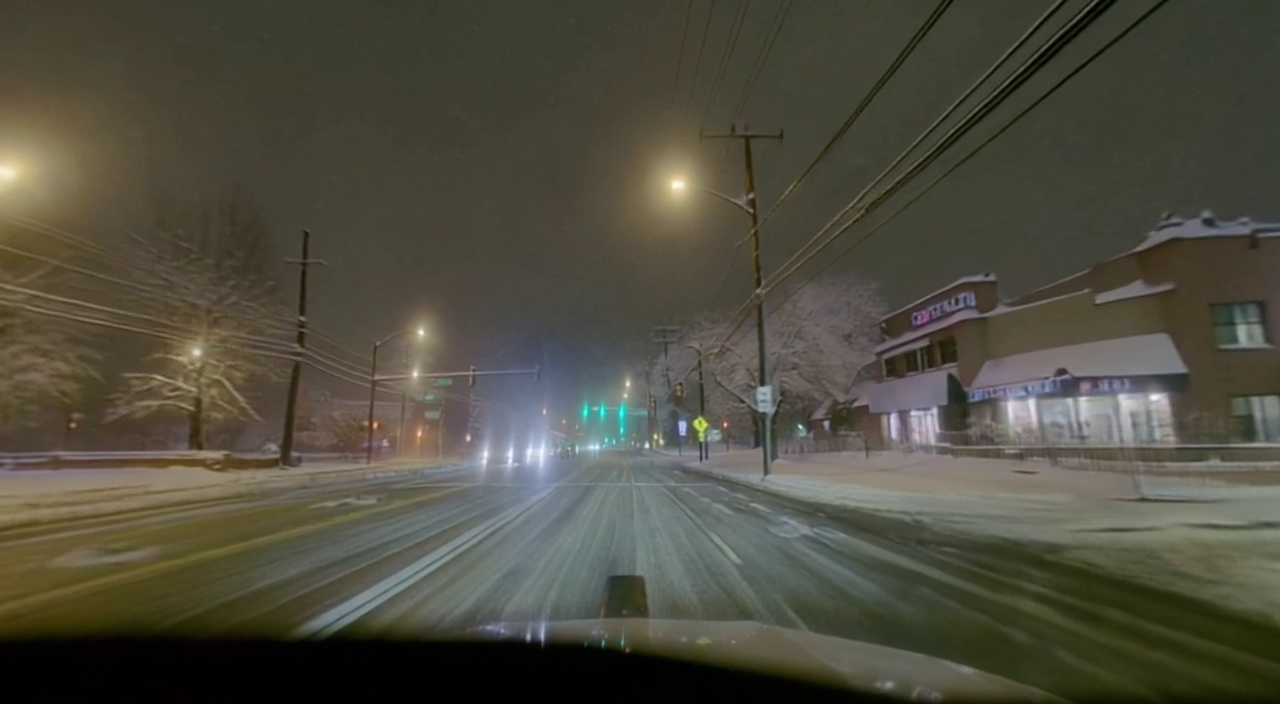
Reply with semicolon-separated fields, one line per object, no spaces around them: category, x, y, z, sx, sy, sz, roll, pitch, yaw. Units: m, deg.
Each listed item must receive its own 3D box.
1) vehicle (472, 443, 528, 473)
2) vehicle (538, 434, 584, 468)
vehicle;-7.433;5.653;33.872;2.010;1.455;4.271;0;-8;0
vehicle;-4.819;6.154;39.269;2.371;1.926;5.099;0;-8;-2
